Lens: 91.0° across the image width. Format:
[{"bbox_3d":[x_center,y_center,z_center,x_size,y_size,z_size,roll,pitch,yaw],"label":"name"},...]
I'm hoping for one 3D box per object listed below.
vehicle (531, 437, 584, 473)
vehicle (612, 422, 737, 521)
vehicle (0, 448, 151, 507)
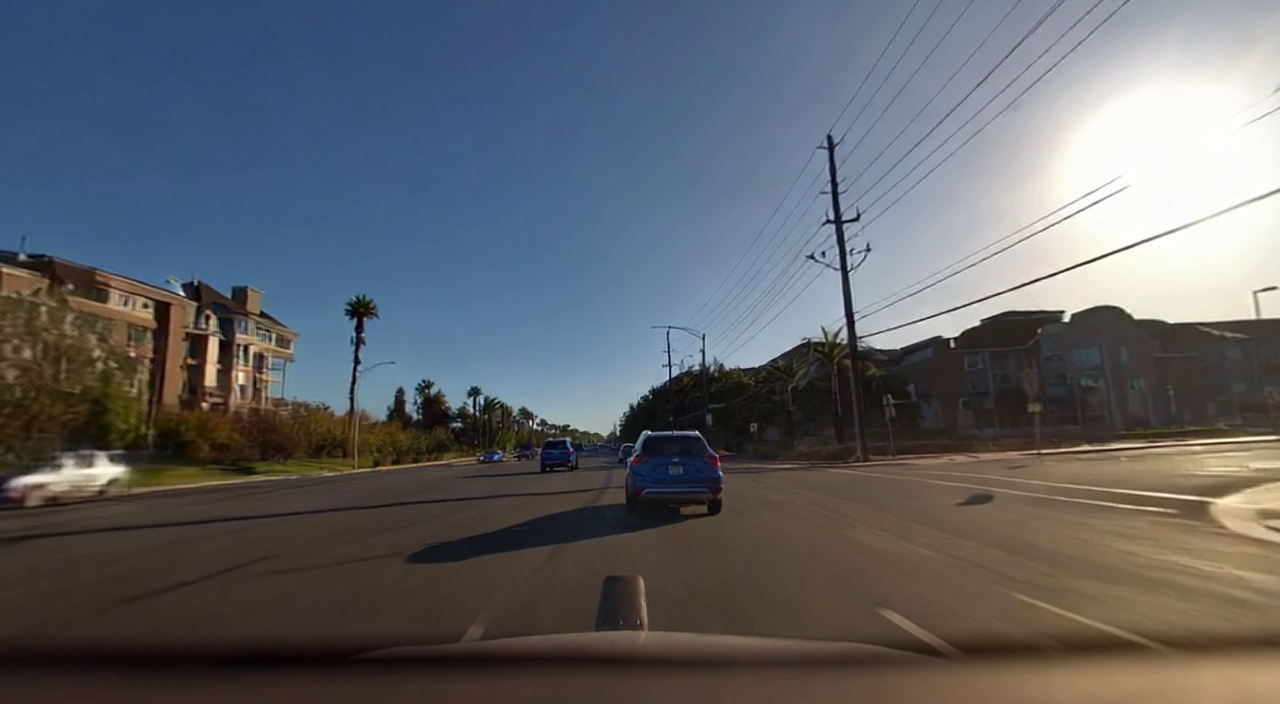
[{"bbox_3d":[-4.342,5.514,33.830,2.169,1.796,4.821,0,-9,0],"label":"vehicle"},{"bbox_3d":[0.511,2.428,13.216,2.198,1.706,4.166,0,-9,-3],"label":"vehicle"},{"bbox_3d":[-19.433,4.142,21.318,2.054,1.765,4.700,0,-9,-2],"label":"vehicle"}]
